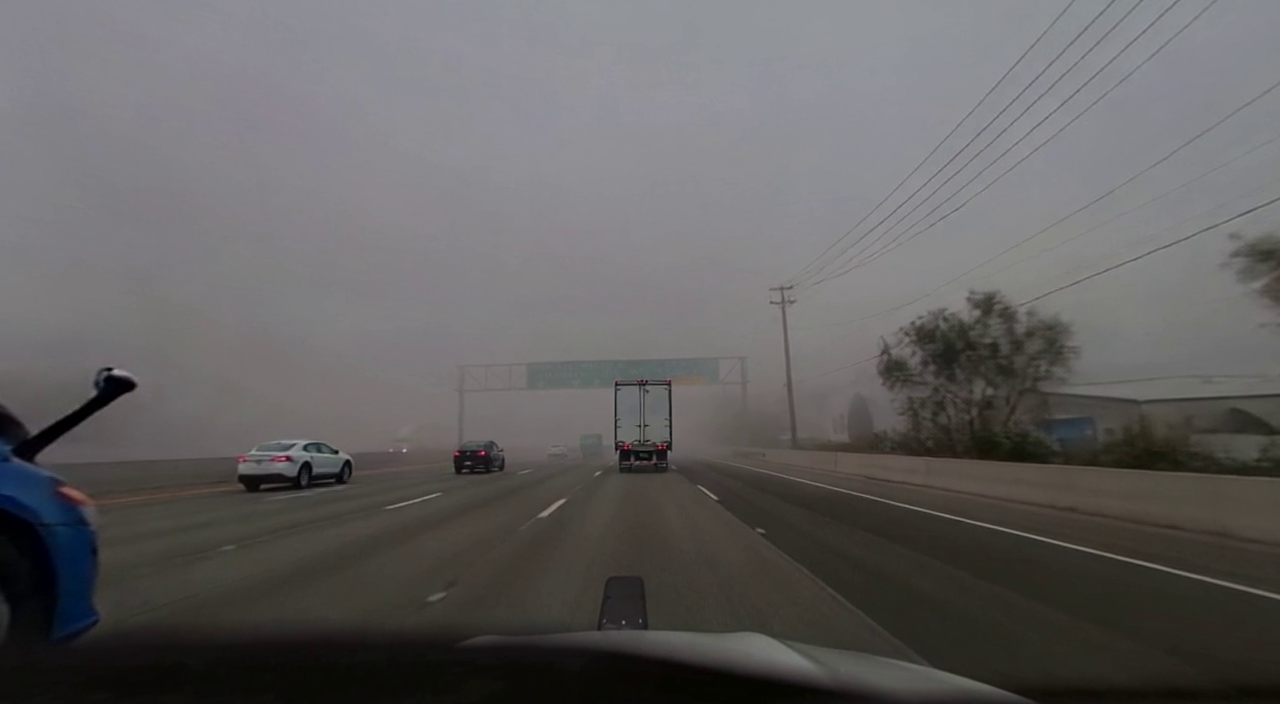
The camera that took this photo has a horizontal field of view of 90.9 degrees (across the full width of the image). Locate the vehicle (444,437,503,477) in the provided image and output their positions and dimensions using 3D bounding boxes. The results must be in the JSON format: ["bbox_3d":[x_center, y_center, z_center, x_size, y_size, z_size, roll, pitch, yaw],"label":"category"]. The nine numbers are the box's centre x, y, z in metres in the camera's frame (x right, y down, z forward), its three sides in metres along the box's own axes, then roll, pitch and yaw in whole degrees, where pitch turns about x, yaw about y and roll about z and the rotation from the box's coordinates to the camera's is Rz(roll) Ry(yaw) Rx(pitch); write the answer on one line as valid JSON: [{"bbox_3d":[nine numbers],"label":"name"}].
[{"bbox_3d":[-6.971,4.419,26.671,1.736,1.580,2.778,0,-9,0],"label":"vehicle"}]

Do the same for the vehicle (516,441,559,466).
[{"bbox_3d":[-6.163,6.164,38.430,1.933,1.459,4.478,0,-9,-1],"label":"vehicle"}]

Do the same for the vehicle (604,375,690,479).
[{"bbox_3d":[0.177,3.318,26.853,2.941,3.604,9.851,0,-9,-1],"label":"vehicle"}]

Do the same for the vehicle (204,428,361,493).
[{"bbox_3d":[-10.921,3.357,19.801,2.046,1.779,4.752,0,-9,1],"label":"vehicle"}]
